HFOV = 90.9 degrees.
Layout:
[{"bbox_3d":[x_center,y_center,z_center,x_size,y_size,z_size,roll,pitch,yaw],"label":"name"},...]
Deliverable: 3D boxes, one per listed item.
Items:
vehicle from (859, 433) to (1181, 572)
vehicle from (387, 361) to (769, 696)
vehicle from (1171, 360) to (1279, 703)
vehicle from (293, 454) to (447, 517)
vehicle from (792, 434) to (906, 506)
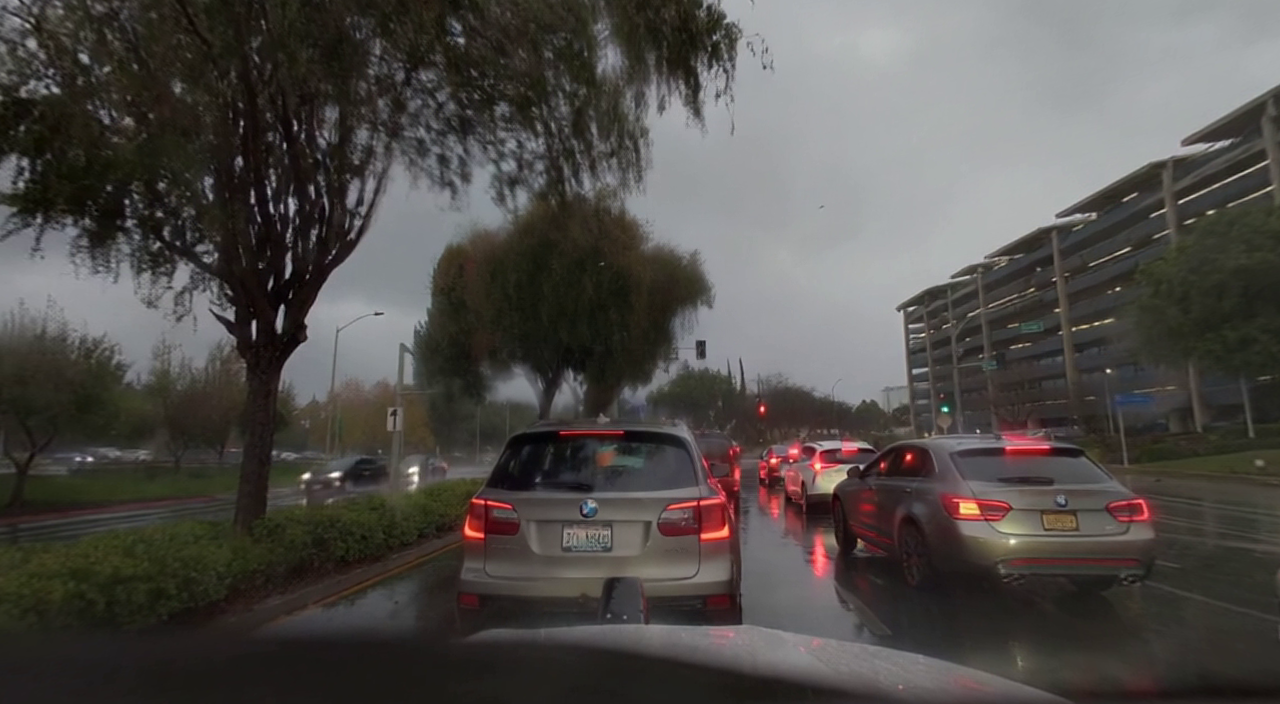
[{"bbox_3d":[4.910,1.972,9.156,1.963,1.480,4.553,0,-8,2],"label":"vehicle"},{"bbox_3d":[-0.201,1.237,5.555,2.021,1.742,4.295,-1,-8,4],"label":"vehicle"},{"bbox_3d":[4.053,0.614,1.105,1.993,1.719,4.953,0,-8,2],"label":"vehicle"},{"bbox_3d":[-7.535,3.742,18.289,2.163,1.500,4.753,-1,-8,3],"label":"vehicle"},{"bbox_3d":[5.343,3.034,16.701,1.994,1.638,4.100,-1,-8,6],"label":"vehicle"}]
